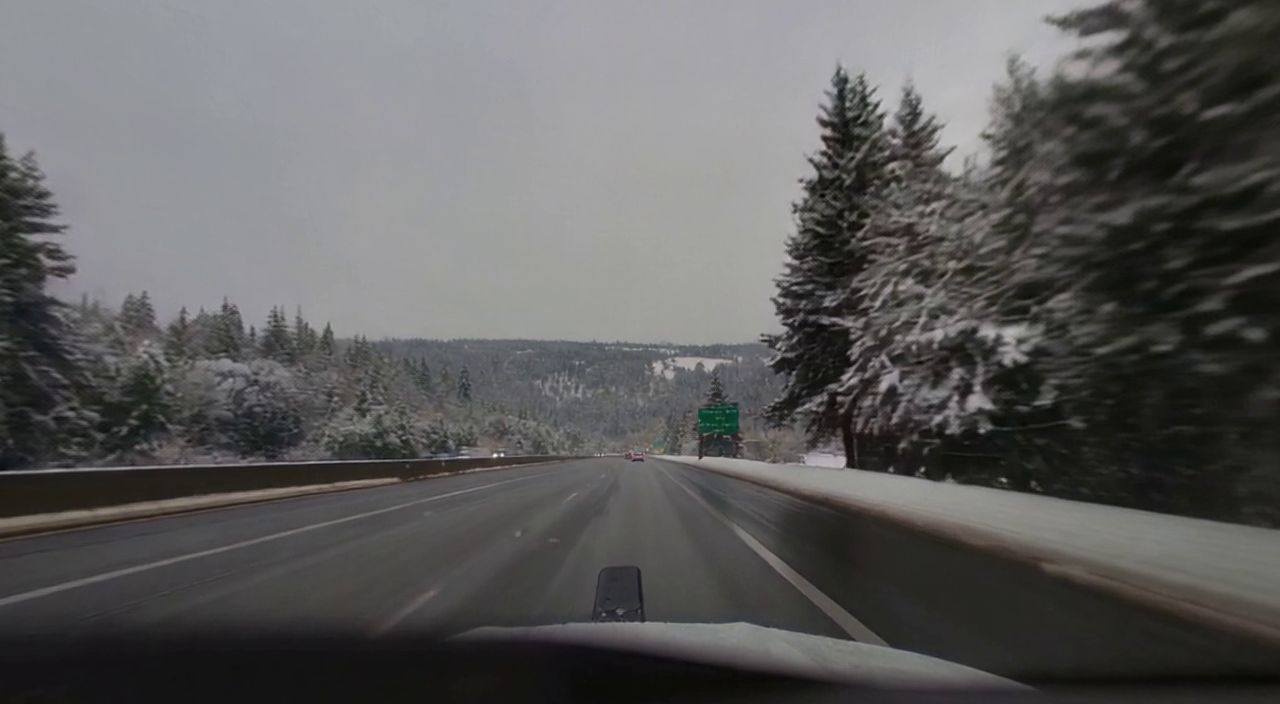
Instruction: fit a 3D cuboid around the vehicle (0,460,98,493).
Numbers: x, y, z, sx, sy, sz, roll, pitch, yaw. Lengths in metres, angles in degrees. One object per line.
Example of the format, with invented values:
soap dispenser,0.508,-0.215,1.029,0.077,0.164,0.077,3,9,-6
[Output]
vehicle,-39.489,8.174,41.550,2.203,1.905,5.807,-1,-9,1
